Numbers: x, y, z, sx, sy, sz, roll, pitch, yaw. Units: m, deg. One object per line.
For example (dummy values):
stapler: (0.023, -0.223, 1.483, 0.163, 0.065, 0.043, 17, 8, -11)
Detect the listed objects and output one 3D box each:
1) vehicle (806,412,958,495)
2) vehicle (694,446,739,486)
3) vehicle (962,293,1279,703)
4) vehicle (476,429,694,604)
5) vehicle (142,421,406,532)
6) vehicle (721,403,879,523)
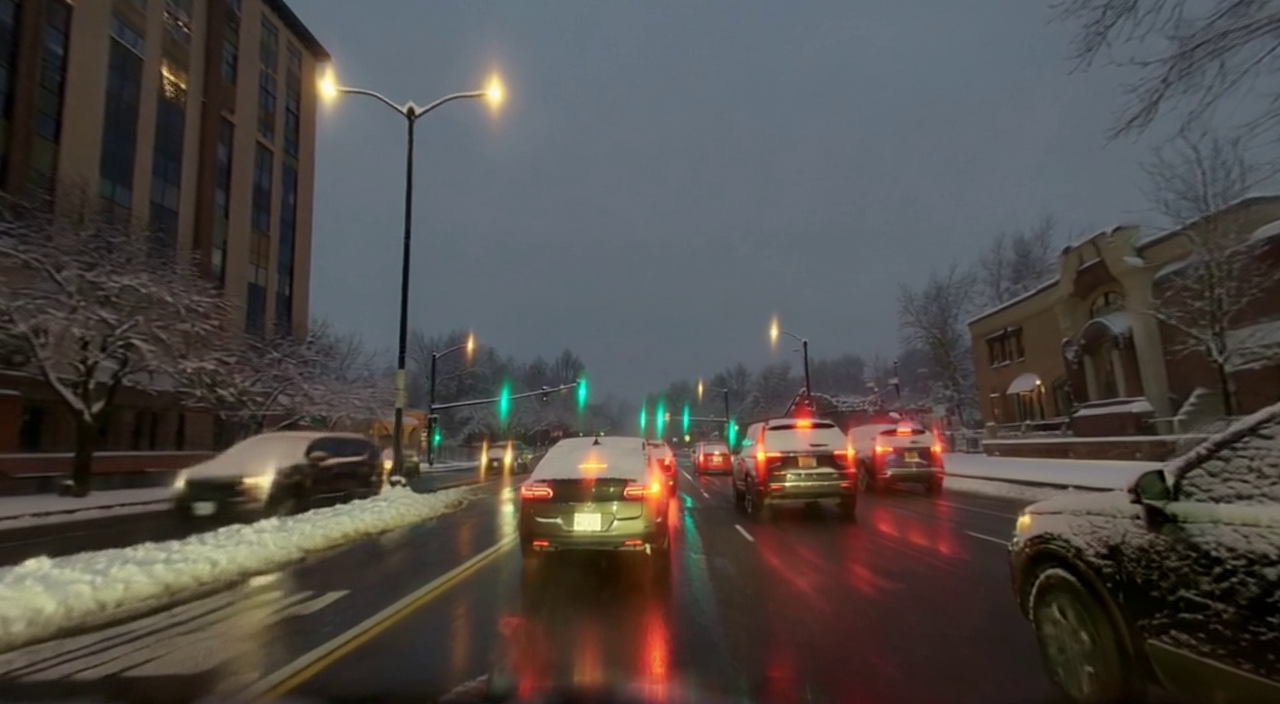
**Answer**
vehicle: (7.314, 3.163, 19.813, 2.627, 2.252, 5.236, 0, -8, 0)
vehicle: (3.358, 5.043, 28.214, 1.518, 1.650, 4.408, 0, -8, 1)
vehicle: (3.179, 0.769, 2.013, 1.982, 1.960, 4.427, 0, -8, 1)
vehicle: (-0.508, 1.902, 8.178, 2.111, 1.676, 4.018, 0, -8, 1)
vehicle: (-8.762, 3.036, 16.208, 2.815, 2.263, 6.416, 0, -8, 1)
vehicle: (3.702, 2.746, 16.030, 2.516, 2.481, 5.766, 0, -8, 0)
